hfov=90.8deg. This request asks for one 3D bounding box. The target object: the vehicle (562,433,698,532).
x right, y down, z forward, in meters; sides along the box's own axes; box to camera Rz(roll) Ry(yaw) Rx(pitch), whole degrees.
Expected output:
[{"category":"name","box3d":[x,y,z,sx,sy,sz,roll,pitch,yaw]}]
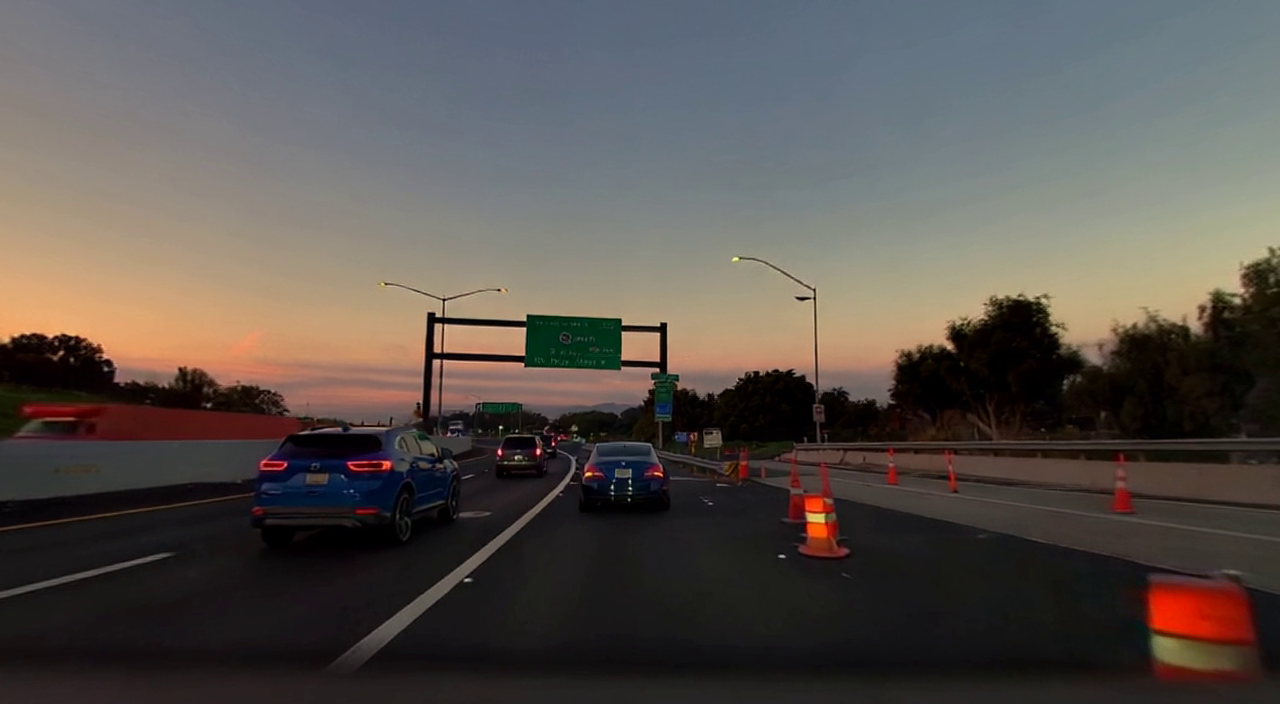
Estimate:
[{"category":"vehicle","box3d":[-0.213,2.294,11.708,2.069,1.484,3.982,0,-9,-2]}]

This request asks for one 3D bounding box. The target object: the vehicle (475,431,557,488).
[{"category":"vehicle","box3d":[-4.097,3.612,21.532,1.982,1.727,4.057,0,-9,-1]}]

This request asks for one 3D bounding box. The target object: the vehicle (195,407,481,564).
[{"category":"vehicle","box3d":[-3.834,1.773,9.029,2.025,1.708,4.089,0,-9,0]}]
